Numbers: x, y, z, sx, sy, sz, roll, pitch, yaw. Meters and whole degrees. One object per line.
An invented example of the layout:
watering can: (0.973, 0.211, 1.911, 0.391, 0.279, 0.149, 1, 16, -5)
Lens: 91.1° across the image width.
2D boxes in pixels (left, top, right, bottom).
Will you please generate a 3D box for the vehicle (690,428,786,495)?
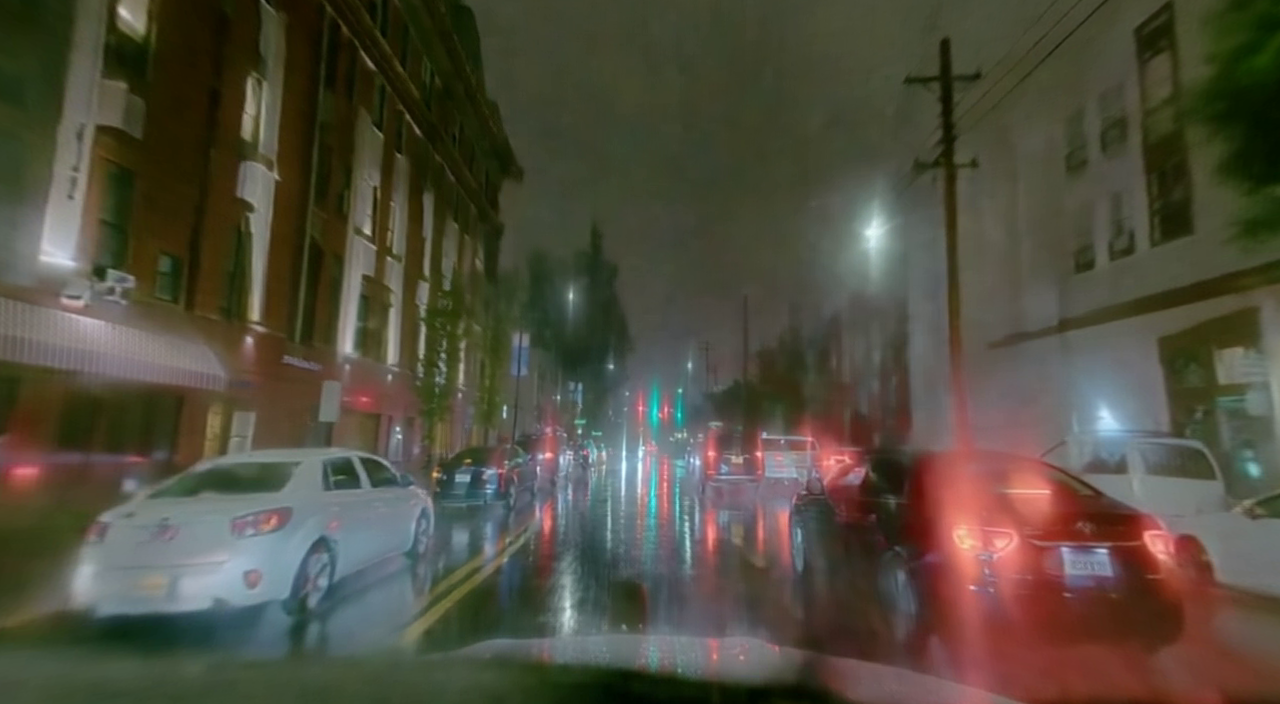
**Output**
vehicle: (2.724, 3.171, 18.527, 2.002, 1.707, 4.547, 0, -8, -1)

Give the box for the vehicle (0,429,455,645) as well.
vehicle: (-3.645, 1.603, 6.588, 1.954, 1.462, 4.407, 0, -8, 1)

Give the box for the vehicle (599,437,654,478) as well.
vehicle: (-0.497, 4.132, 24.784, 2.007, 1.460, 3.923, 0, -8, 0)

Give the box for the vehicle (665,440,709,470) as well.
vehicle: (2.439, 5.483, 33.624, 1.966, 1.475, 4.528, 0, -8, -1)

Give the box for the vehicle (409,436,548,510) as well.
vehicle: (-3.617, 2.805, 15.115, 1.972, 1.471, 4.795, 0, -8, 1)

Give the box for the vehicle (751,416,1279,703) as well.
vehicle: (2.438, 1.394, 5.297, 2.080, 1.495, 4.591, 0, -8, -1)
